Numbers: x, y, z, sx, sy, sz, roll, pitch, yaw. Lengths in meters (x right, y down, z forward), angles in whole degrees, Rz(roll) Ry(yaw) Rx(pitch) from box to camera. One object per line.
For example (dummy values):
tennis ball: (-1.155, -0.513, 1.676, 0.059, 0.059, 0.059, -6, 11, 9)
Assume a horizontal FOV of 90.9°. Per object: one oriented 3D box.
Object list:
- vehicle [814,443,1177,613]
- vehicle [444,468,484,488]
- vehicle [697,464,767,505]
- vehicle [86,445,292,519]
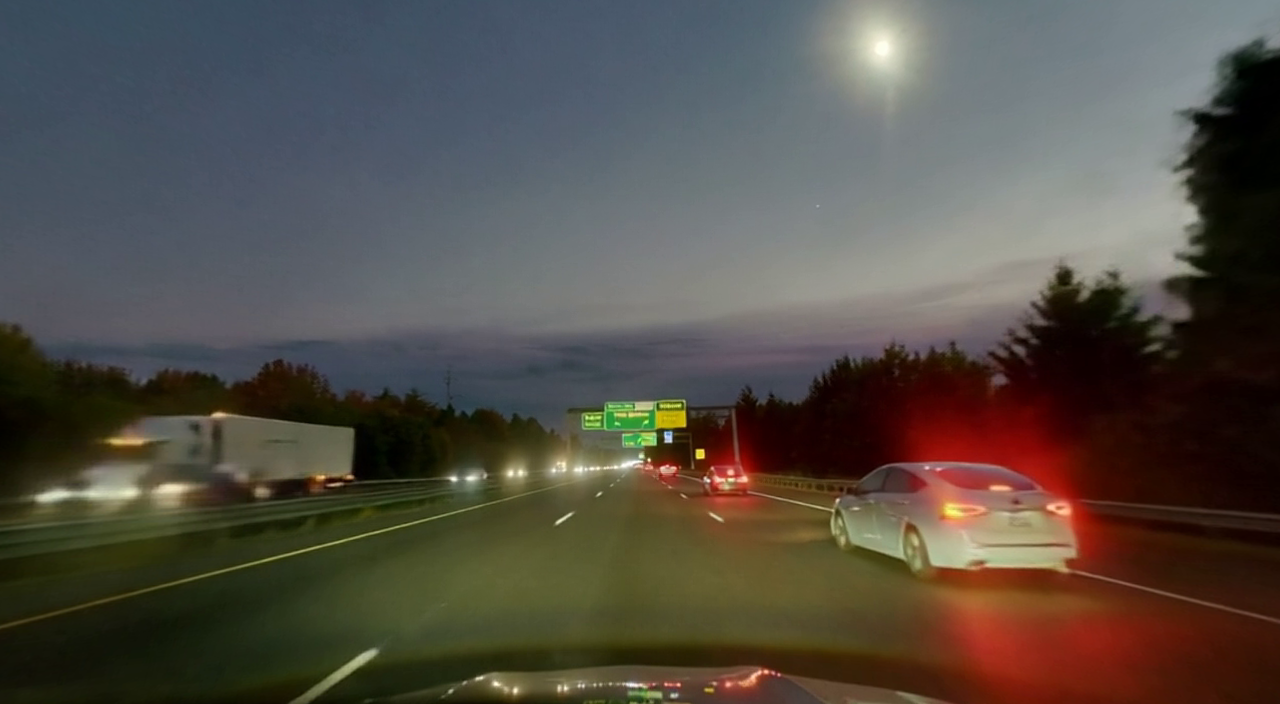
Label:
vehicle: (4.051, 2.119, 8.405, 2.010, 1.579, 4.679, 1, -11, -1)
vehicle: (-13.091, 9.415, 47.136, 1.893, 1.440, 3.550, 1, -11, 1)
vehicle: (3.592, 5.302, 25.482, 2.051, 1.472, 4.547, 1, -11, -1)
vehicle: (-12.484, 3.660, 18.029, 2.050, 1.763, 5.114, 1, -11, 0)
